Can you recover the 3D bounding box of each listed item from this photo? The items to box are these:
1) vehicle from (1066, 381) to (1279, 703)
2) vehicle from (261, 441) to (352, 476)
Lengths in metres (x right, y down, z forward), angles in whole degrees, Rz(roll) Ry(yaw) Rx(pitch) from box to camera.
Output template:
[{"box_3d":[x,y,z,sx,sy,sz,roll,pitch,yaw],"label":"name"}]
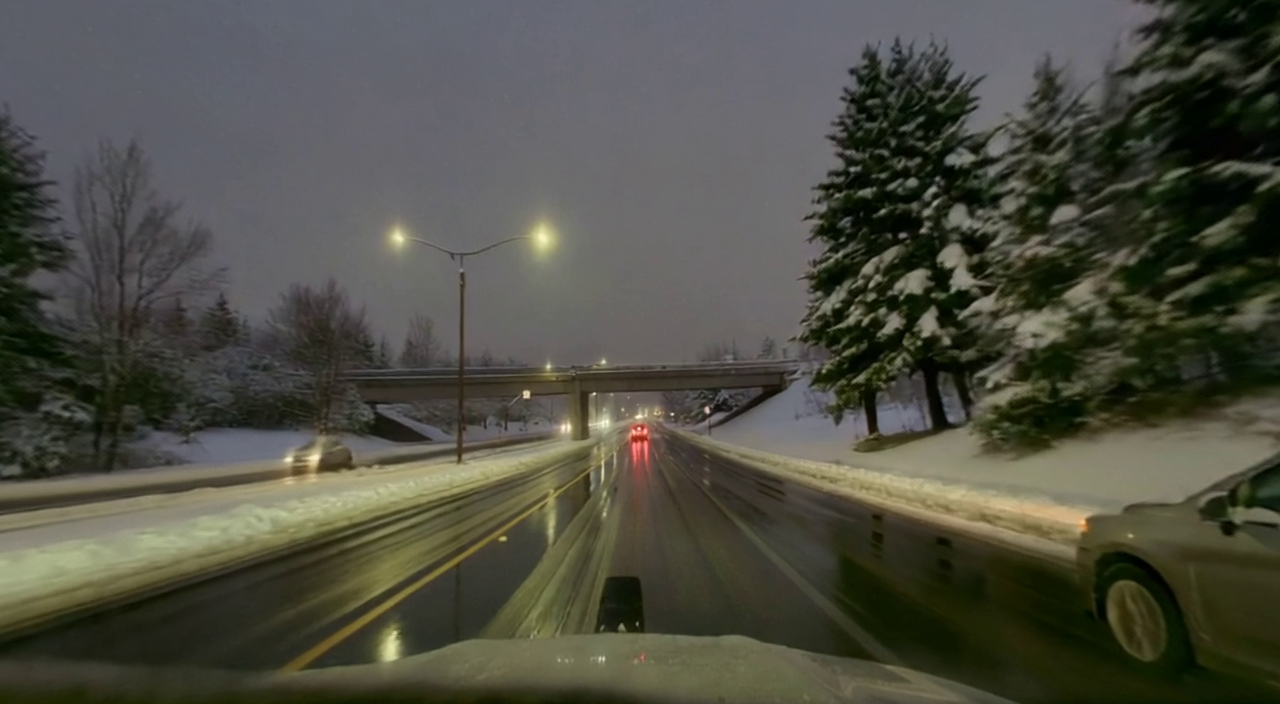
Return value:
[{"box_3d":[3.635,0.745,1.569,2.063,1.542,4.420,0,-8,1],"label":"vehicle"},{"box_3d":[-15.645,5.004,29.817,1.907,1.488,4.286,0,-8,1],"label":"vehicle"}]
